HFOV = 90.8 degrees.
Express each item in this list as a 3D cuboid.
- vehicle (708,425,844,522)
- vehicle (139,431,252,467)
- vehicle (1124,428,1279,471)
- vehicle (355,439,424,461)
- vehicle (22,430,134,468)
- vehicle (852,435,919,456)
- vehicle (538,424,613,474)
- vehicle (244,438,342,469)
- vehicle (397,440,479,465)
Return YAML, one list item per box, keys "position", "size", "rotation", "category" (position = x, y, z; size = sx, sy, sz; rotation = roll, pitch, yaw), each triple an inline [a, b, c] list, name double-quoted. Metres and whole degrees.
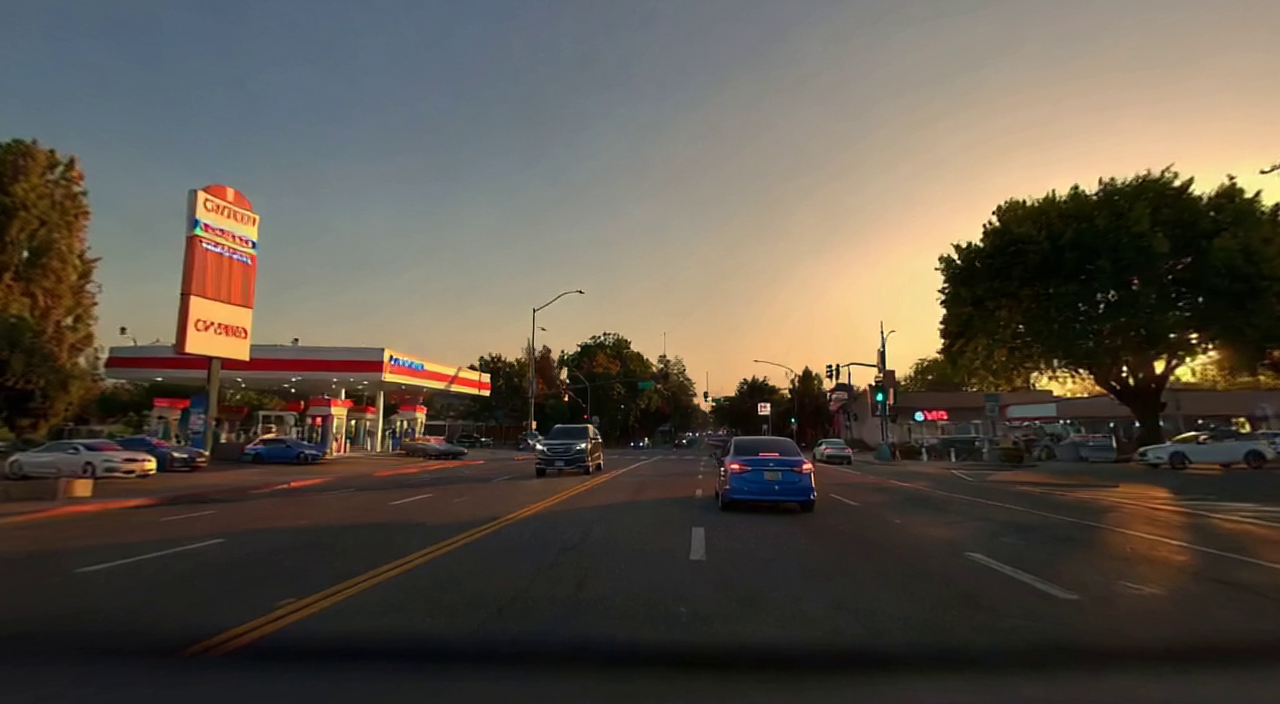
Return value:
- position: [2.413, 2.272, 12.378]
  size: [1.995, 1.525, 4.392]
  rotation: [-1, -8, 5]
  category: "vehicle"
- position: [-24.445, 5.340, 34.800]
  size: [4.975, 1.863, 2.443]
  rotation: [-3, -9, 18]
  category: "vehicle"
- position: [21.831, 3.741, 24.398]
  size: [1.956, 1.463, 4.500]
  rotation: [4, -9, -23]
  category: "vehicle"
- position: [-17.826, 6.949, 44.992]
  size: [4.294, 1.480, 1.936]
  rotation: [-3, -9, 19]
  category: "vehicle"
- position: [-32.903, 5.690, 36.992]
  size: [5.687, 2.081, 2.191]
  rotation: [-3, -8, 18]
  category: "vehicle"
- position: [18.826, 7.197, 48.565]
  size: [4.510, 1.483, 1.774]
  rotation: [-5, -10, 30]
  category: "vehicle"
- position: [-2.681, 4.249, 27.788]
  size: [2.334, 1.966, 5.056]
  rotation: [-1, -8, 5]
  category: "vehicle"
- position: [-17.879, 5.204, 32.528]
  size: [4.610, 1.515, 2.112]
  rotation: [-4, -9, 27]
  category: "vehicle"
- position: [-12.616, 6.290, 39.671]
  size: [1.854, 1.501, 4.561]
  rotation: [-8, -11, 41]
  category: "vehicle"
